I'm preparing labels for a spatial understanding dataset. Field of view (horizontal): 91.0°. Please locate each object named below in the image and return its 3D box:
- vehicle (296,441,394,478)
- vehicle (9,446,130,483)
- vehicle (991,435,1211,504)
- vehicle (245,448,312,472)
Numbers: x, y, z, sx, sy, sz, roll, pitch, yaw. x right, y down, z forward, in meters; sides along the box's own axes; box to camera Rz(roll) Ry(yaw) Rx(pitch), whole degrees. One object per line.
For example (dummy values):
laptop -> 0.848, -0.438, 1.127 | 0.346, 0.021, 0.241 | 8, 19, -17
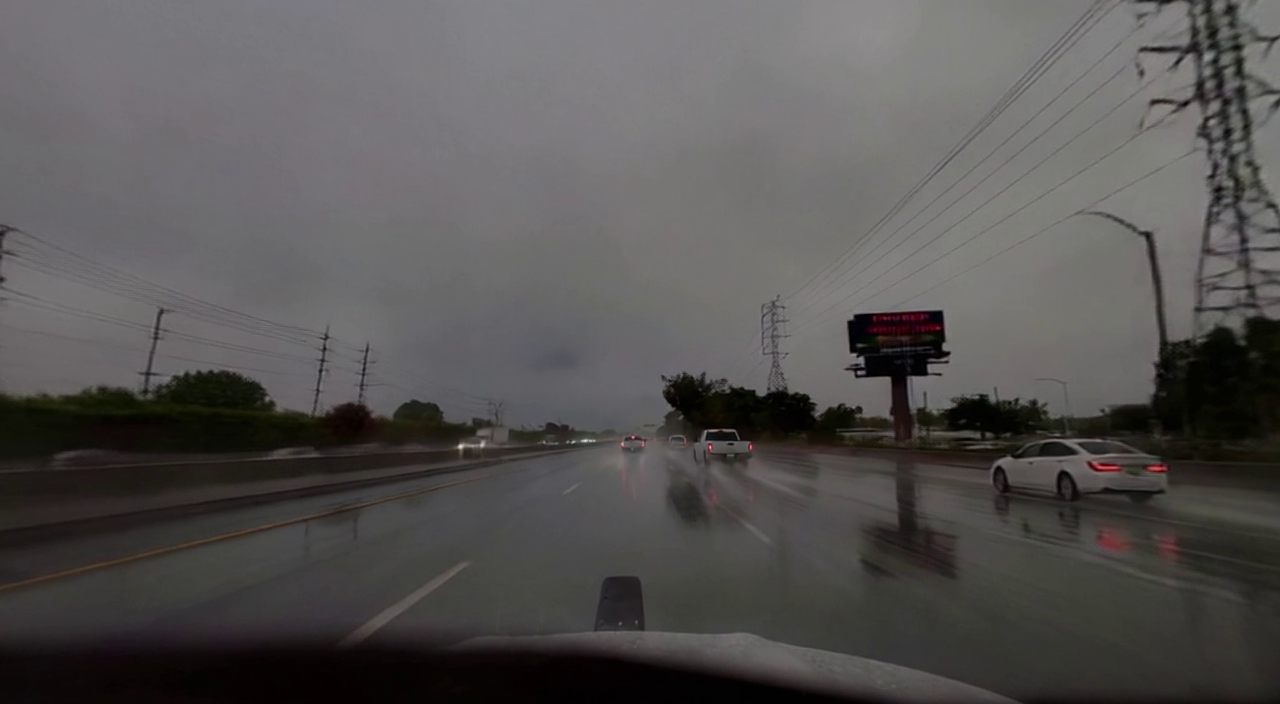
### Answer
vehicle -> -13.195, 4.832, 28.561 | 2.101, 1.515, 4.762 | 0, -8, 0
vehicle -> -30.153, 5.930, 33.518 | 2.005, 1.758, 4.615 | 0, -8, 1
vehicle -> 11.323, 2.898, 16.034 | 2.076, 1.470, 4.644 | 0, -8, 0
vehicle -> -24.327, 7.235, 42.541 | 1.898, 1.475, 4.426 | 0, -8, 0
